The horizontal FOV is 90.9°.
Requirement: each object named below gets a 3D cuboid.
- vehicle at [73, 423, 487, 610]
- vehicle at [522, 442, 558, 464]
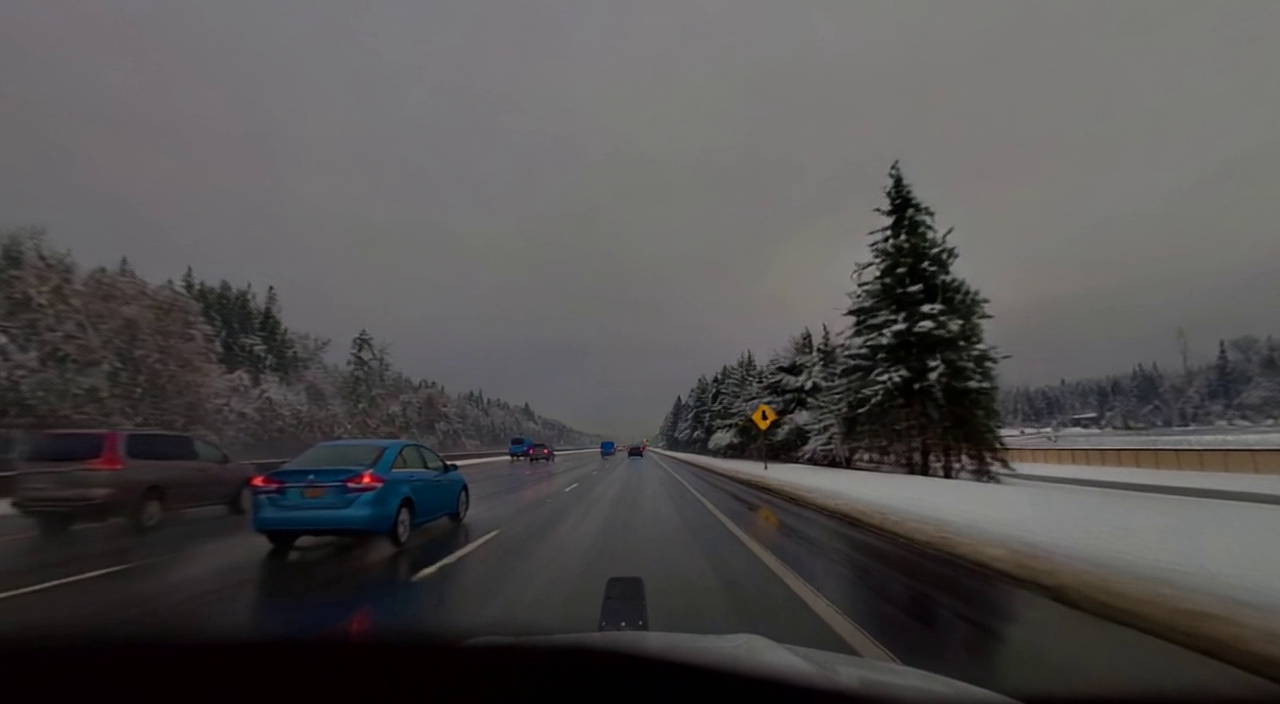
[{"bbox_3d":[-3.568,1.716,7.708,2.081,1.514,4.943,0,-8,1],"label":"vehicle"},{"bbox_3d":[-7.501,7.594,47.564,2.014,1.598,4.015,0,-8,1],"label":"vehicle"}]
